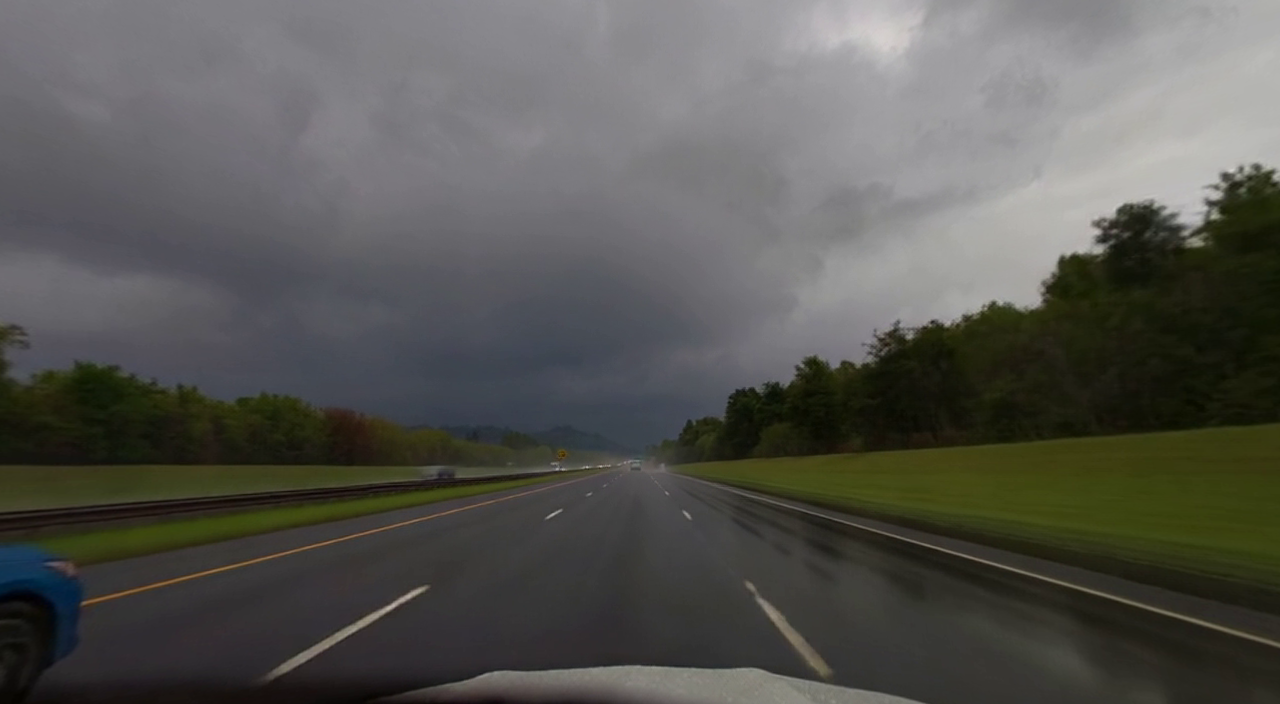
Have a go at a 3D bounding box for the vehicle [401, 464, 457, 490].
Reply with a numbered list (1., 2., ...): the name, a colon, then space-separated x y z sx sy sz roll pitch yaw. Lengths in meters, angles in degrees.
1. vehicle: -12.827 7.658 38.638 1.898 1.453 4.393 1 -10 0

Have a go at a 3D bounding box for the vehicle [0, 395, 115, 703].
1. vehicle: -3.989 0.657 1.106 1.928 1.593 4.871 1 -10 -1
